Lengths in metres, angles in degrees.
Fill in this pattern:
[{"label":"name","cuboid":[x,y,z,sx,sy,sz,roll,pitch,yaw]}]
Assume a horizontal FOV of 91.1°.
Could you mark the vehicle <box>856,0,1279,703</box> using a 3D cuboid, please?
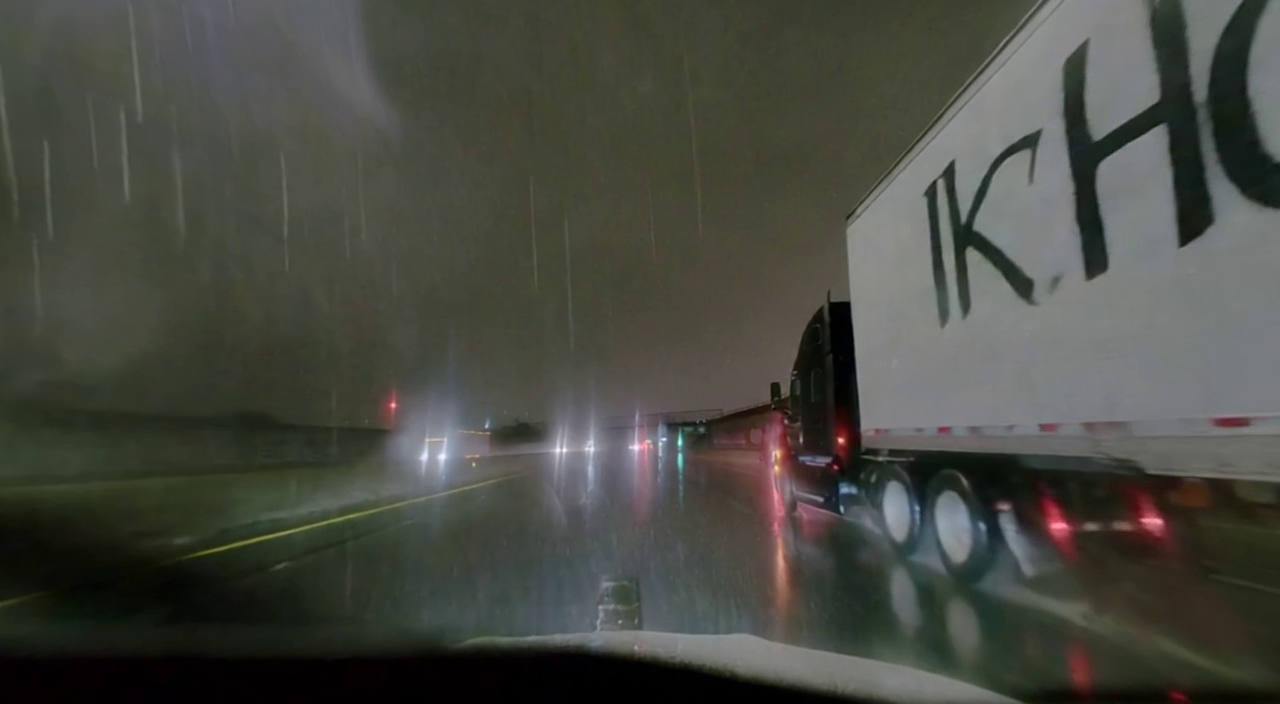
[{"label":"vehicle","cuboid":[4.509,-0.739,1.146,2.993,4.433,13.992,0,-9,-1]}]
